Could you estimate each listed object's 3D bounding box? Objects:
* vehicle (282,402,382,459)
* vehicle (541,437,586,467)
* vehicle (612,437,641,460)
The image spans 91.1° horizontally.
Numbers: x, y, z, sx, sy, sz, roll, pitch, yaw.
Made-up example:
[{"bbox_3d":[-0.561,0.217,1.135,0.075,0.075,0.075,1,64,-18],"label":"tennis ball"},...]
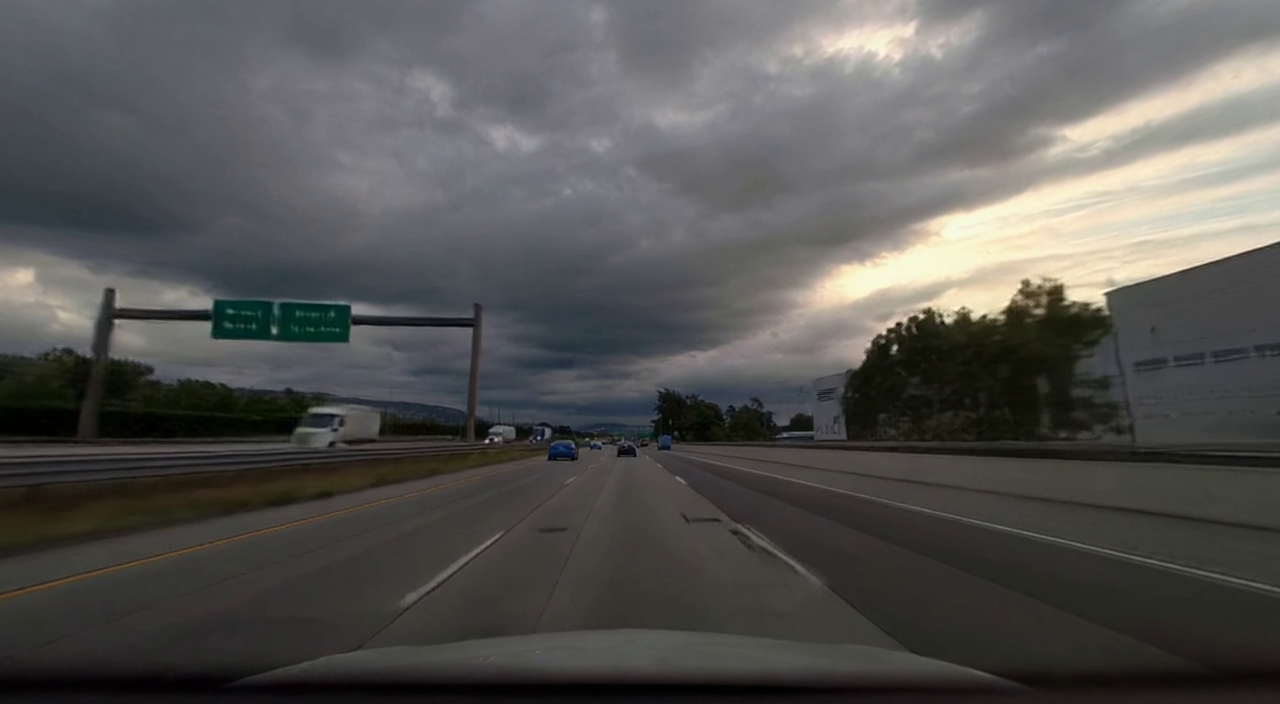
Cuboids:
[{"bbox_3d":[-17.754,4.655,36.777,2.463,3.000,6.804,0,-8,-1],"label":"vehicle"},{"bbox_3d":[-4.483,5.928,37.374,2.271,1.626,4.463,0,-8,-2],"label":"vehicle"},{"bbox_3d":[-1.105,7.658,49.825,2.196,1.699,4.499,0,-8,-1],"label":"vehicle"}]
